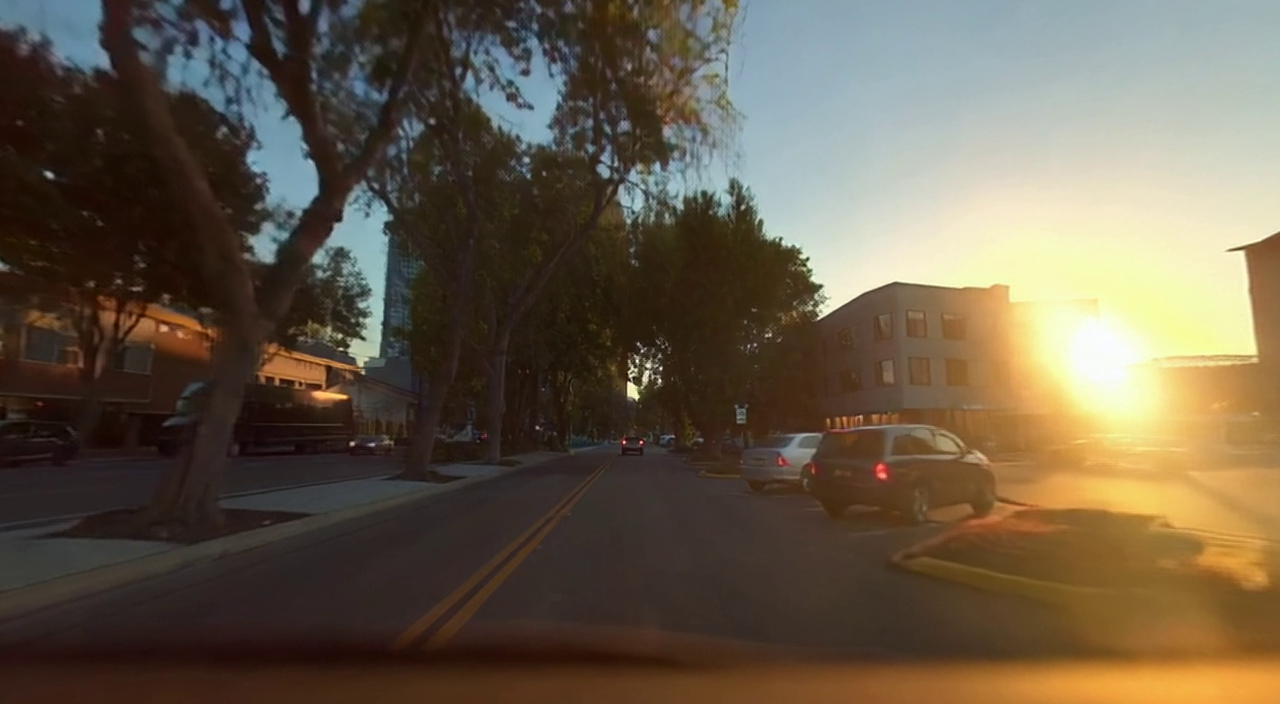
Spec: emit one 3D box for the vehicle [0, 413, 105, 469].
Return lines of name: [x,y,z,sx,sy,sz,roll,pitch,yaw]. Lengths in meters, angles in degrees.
vehicle: [-18.648,2.632,18.507,1.909,1.518,4.459,-1,-8,0]

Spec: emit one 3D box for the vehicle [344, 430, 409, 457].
vehicle: [-15.741,5.513,37.920,1.909,1.465,4.758,0,-8,-1]

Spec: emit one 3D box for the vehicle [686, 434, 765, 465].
vehicle: [4.488,5.063,32.782,3.896,1.488,1.868,6,-10,-37]

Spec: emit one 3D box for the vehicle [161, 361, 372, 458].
vehicle: [-18.985,3.433,34.058,3.054,4.140,14.110,-1,-8,-1]

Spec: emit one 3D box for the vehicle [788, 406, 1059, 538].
vehicle: [4.712,1.812,10.208,4.585,1.660,1.969,6,-10,-37]
